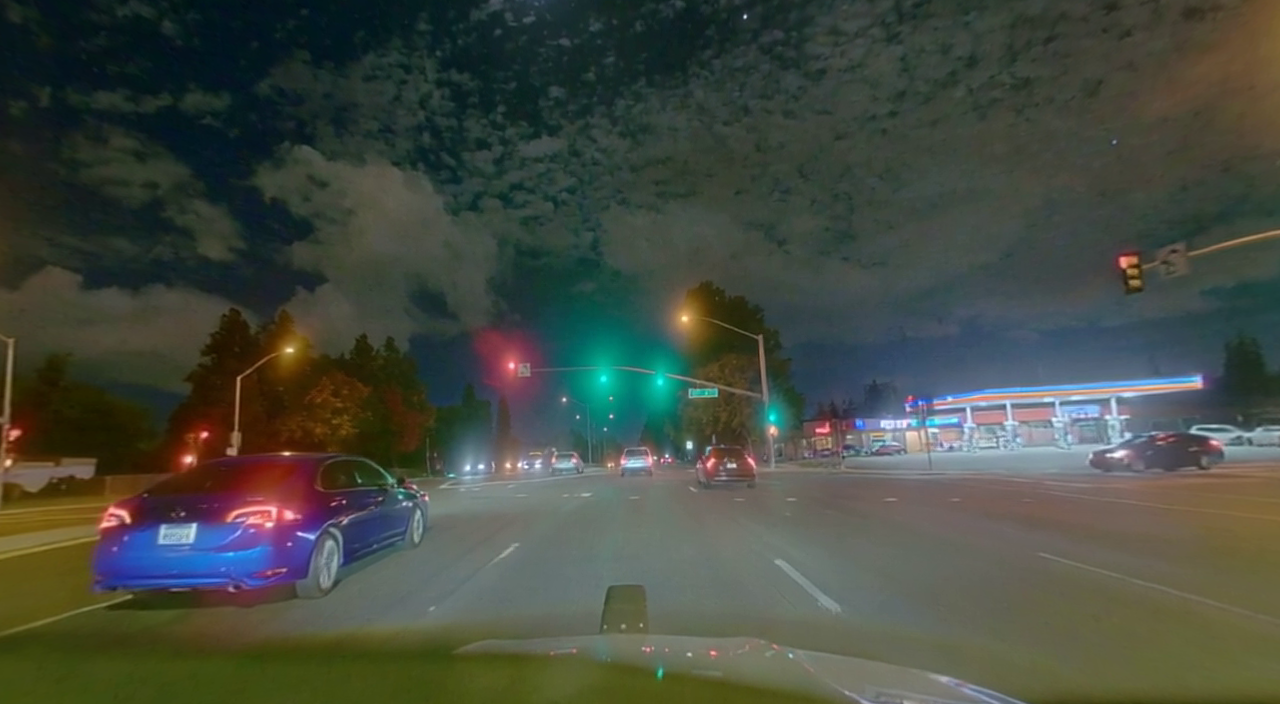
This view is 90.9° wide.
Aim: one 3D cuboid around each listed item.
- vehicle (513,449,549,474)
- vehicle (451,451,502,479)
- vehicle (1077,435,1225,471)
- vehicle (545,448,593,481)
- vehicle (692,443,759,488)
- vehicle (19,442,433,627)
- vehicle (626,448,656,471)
[{"bbox_3d":[-8.347,8.372,48.600,1.922,1.660,4.332,-3,-8,1],"label":"vehicle"},{"bbox_3d":[-11.447,7.891,44.430,2.130,1.672,4.549,-4,-8,3],"label":"vehicle"},{"bbox_3d":[21.346,4.217,26.462,4.573,1.419,1.840,0,-8,-1],"label":"vehicle"},{"bbox_3d":[-3.454,5.547,31.327,1.841,1.474,4.038,-1,-8,1],"label":"vehicle"},{"bbox_3d":[3.035,4.127,23.249,1.883,1.465,3.975,0,-8,-1],"label":"vehicle"},{"bbox_3d":[-4.083,1.805,7.364,1.803,1.463,4.422,0,-8,1],"label":"vehicle"},{"bbox_3d":[0.049,7.276,42.810,1.934,1.470,3.988,0,-8,-1],"label":"vehicle"}]
